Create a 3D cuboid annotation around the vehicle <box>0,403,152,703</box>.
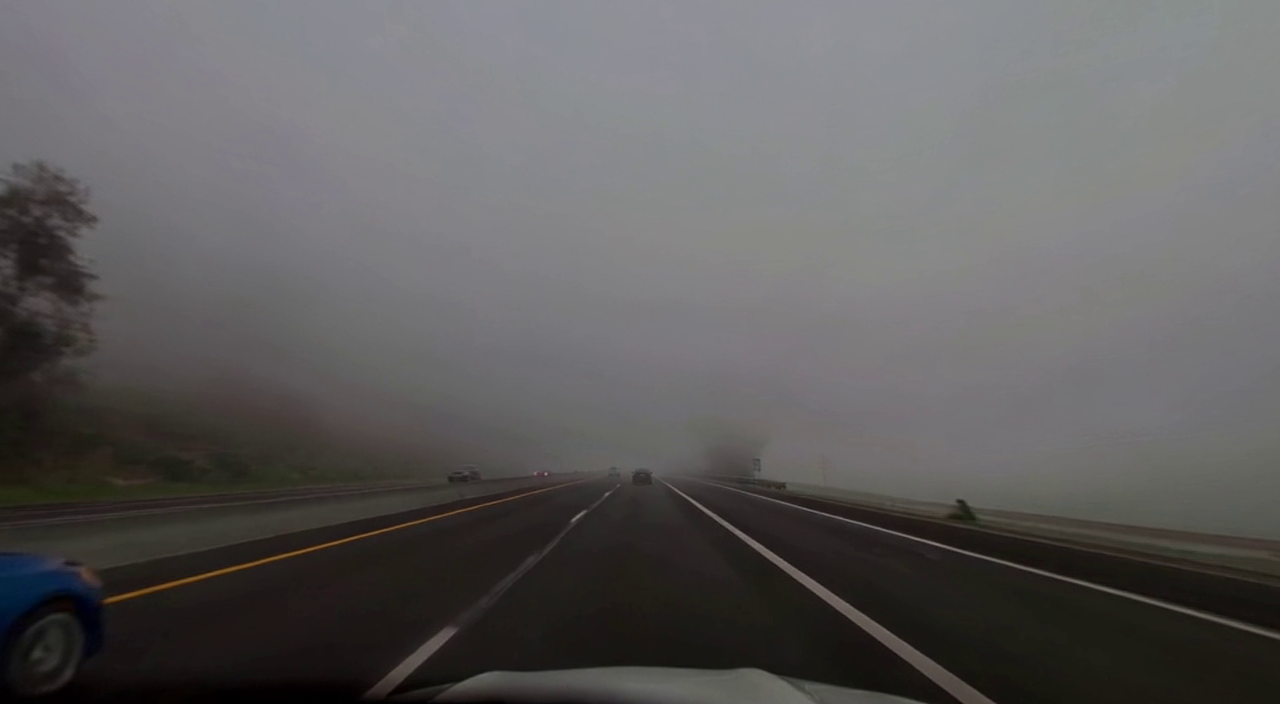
[{"bbox_3d":[-3.842,0.735,1.484,2.041,1.508,4.075,1,-11,0],"label":"vehicle"}]
